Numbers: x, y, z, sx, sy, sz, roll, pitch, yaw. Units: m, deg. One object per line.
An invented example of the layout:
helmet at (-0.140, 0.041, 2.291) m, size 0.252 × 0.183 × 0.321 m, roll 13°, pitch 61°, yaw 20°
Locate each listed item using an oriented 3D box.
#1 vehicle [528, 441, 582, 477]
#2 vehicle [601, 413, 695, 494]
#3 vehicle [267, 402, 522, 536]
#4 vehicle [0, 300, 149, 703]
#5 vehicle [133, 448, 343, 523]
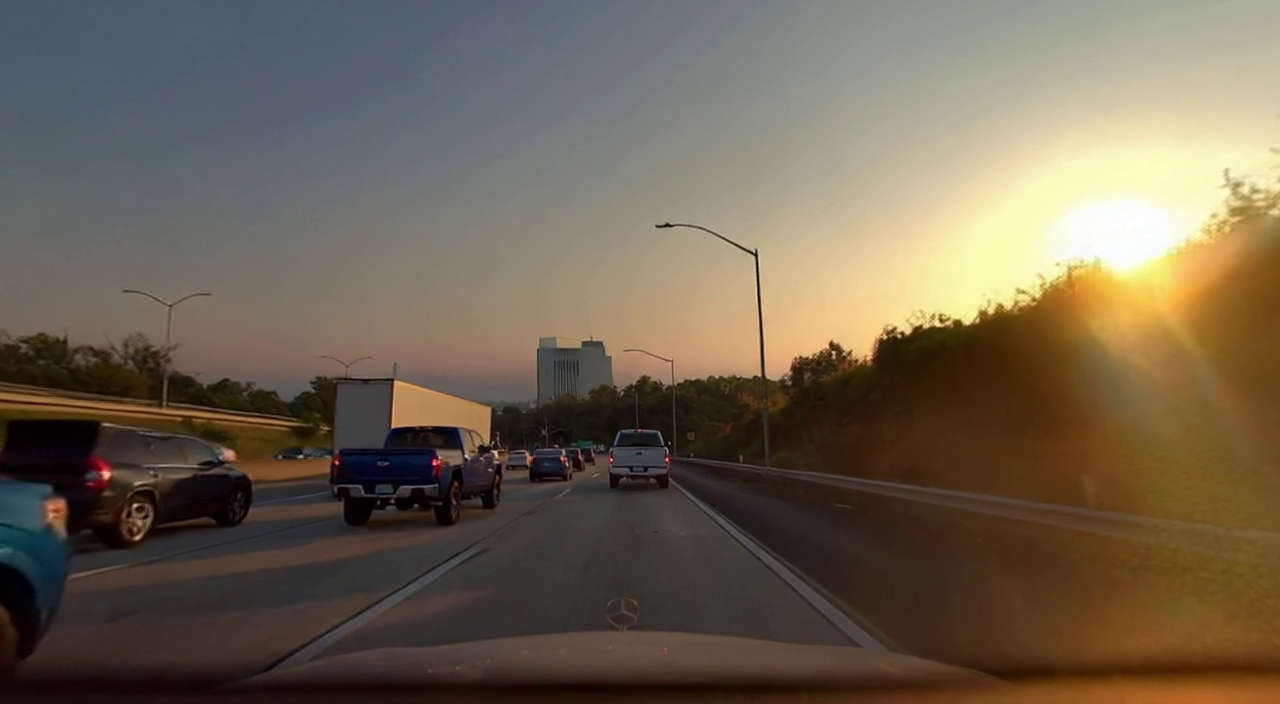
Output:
vehicle at (-4.618, 5.903, 35.118) m, size 2.329 × 1.859 × 4.823 m, roll 0°, pitch -9°, yaw 1°
vehicle at (0.121, 3.702, 23.367) m, size 2.886 × 2.471 × 7.692 m, roll 0°, pitch -9°, yaw -2°
vehicle at (-4.167, 2.168, 12.278) m, size 2.575 × 1.958 × 5.730 m, roll 0°, pitch -9°, yaw 1°
vehicle at (-3.553, 0.452, 0.439) m, size 2.303 × 1.835 × 5.044 m, roll 0°, pitch -9°, yaw 1°
vehicle at (-8.683, 2.881, 14.209) m, size 1.893 × 1.409 × 4.154 m, roll -1°, pitch -9°, yaw 2°
